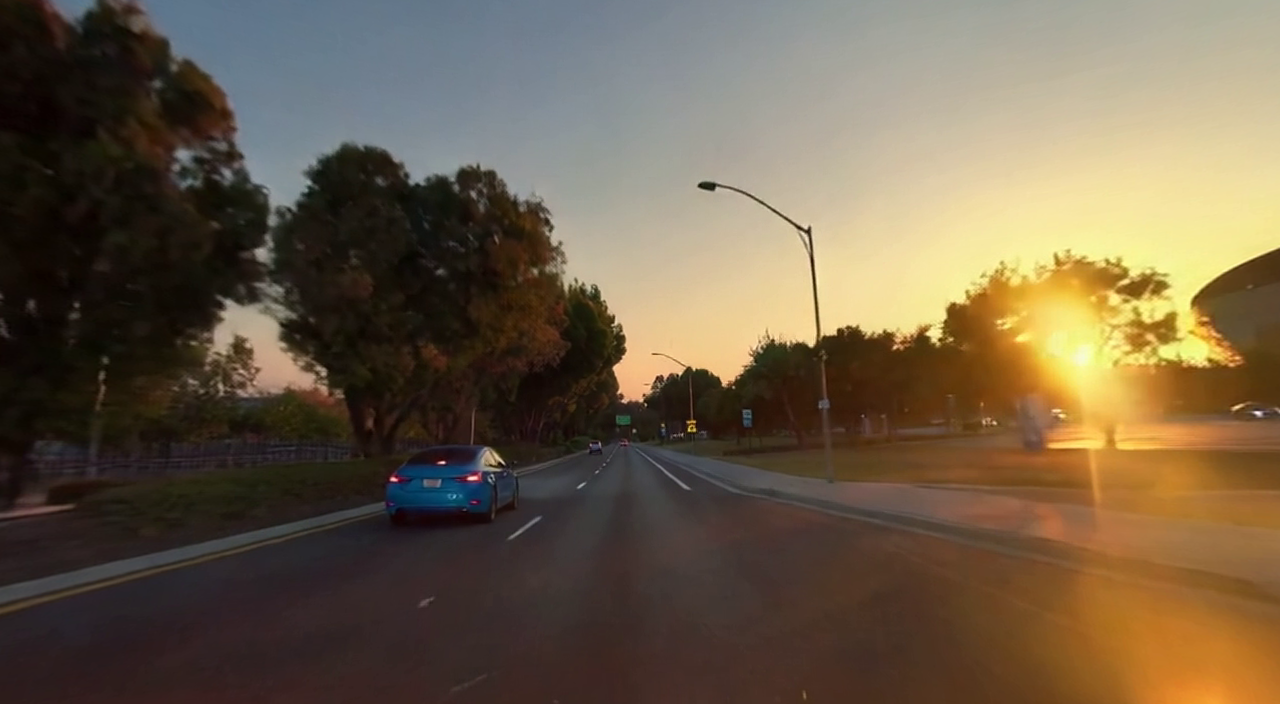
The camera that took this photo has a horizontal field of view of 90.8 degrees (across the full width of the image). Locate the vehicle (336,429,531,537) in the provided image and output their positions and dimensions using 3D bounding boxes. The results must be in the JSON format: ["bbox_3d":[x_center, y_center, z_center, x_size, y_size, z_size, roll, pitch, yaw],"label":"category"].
[{"bbox_3d":[-3.214,2.111,10.831,1.964,1.472,4.078,0,-8,0],"label":"vehicle"}]
